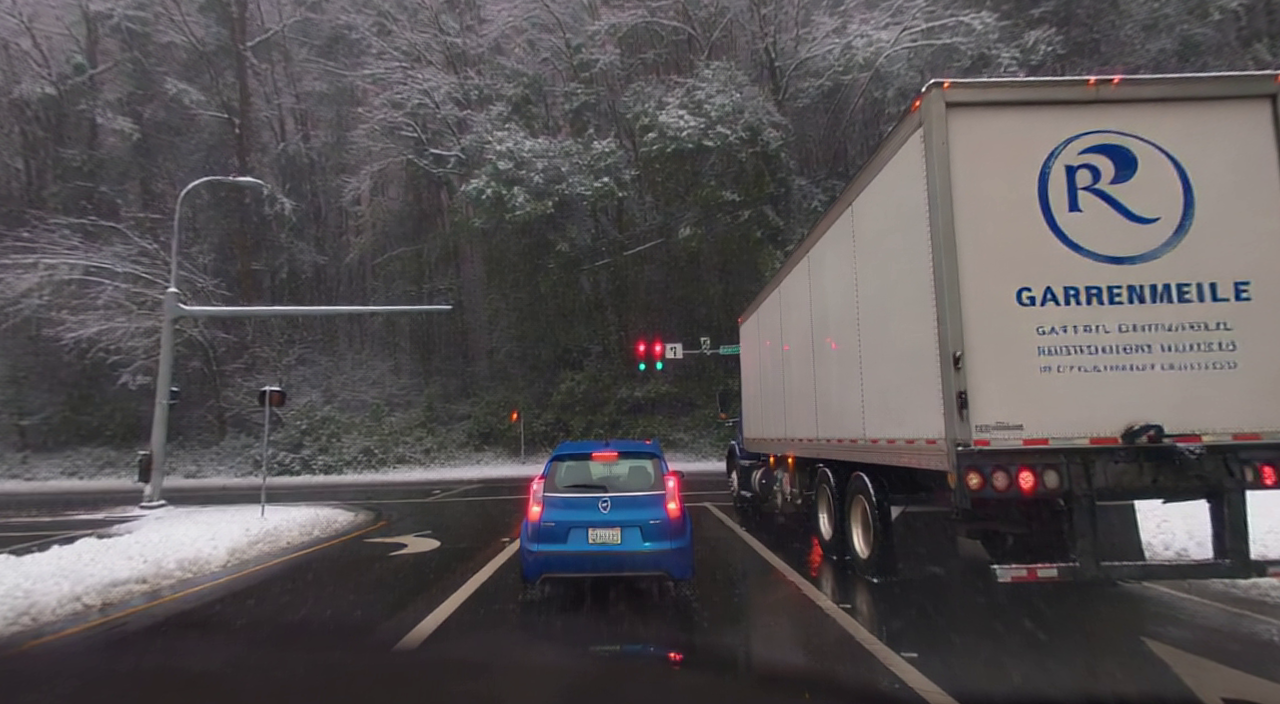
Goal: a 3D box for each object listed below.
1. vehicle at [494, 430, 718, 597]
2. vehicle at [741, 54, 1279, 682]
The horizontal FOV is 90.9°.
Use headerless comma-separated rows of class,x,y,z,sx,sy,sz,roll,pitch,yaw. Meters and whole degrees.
vehicle,-0.337,1.708,7.426,1.975,1.457,3.526,0,-9,-1
vehicle,3.510,0.706,8.568,2.884,3.753,9.763,0,-9,2
